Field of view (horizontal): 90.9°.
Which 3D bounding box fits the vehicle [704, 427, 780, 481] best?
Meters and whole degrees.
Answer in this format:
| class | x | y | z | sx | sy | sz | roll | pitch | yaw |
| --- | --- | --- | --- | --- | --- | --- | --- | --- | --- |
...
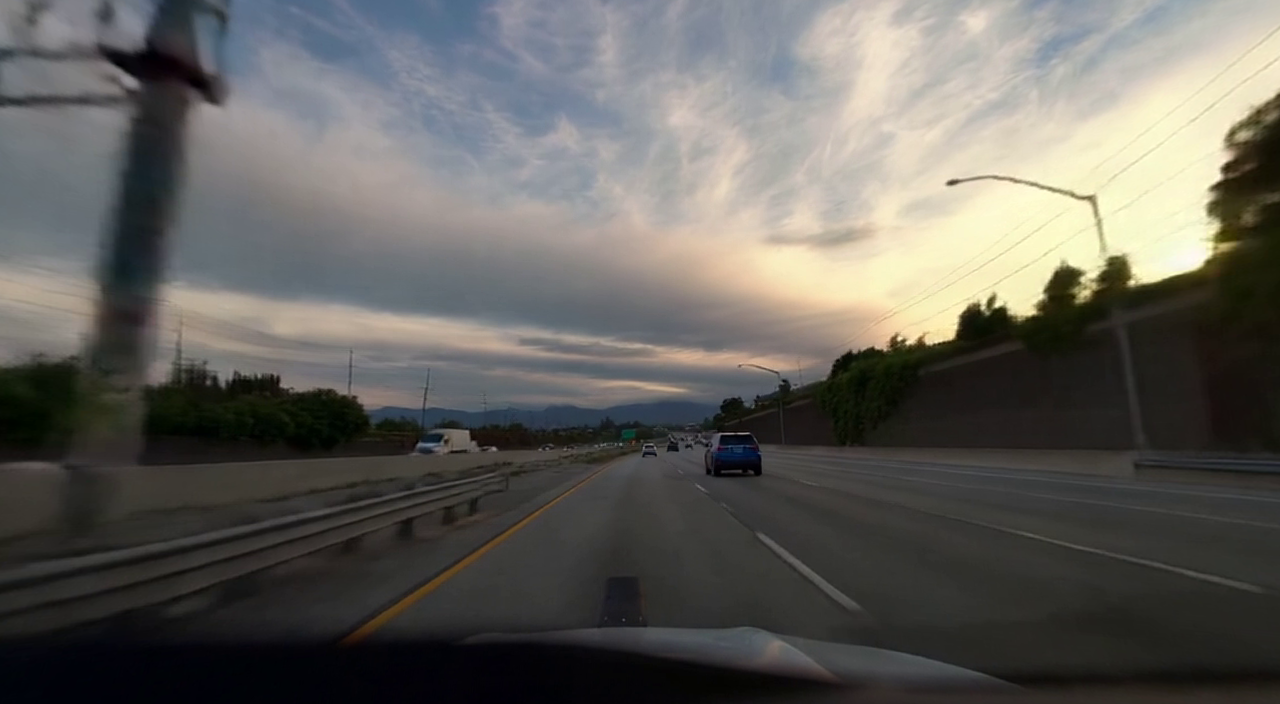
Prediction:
| class | x | y | z | sx | sy | sz | roll | pitch | yaw |
| --- | --- | --- | --- | --- | --- | --- | --- | --- | --- |
| vehicle | 3.738 | 3.856 | 23.984 | 2.120 | 1.832 | 4.287 | 0 | -8 | -1 |
